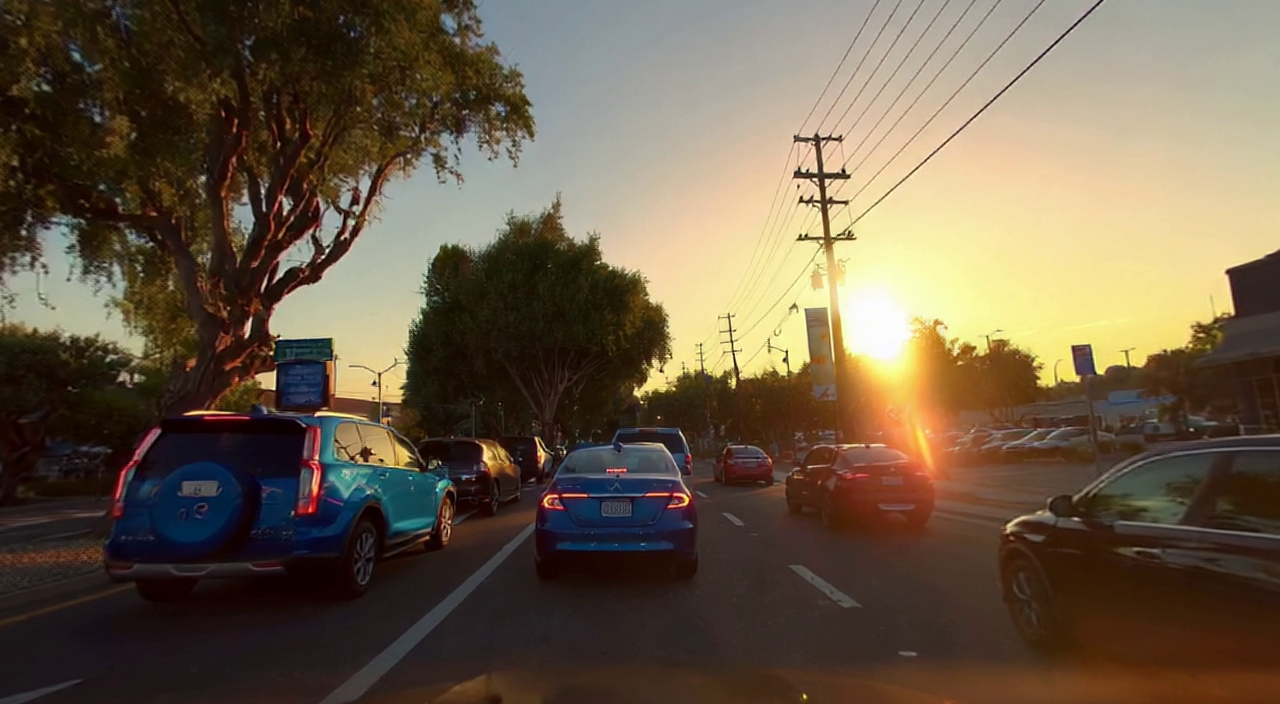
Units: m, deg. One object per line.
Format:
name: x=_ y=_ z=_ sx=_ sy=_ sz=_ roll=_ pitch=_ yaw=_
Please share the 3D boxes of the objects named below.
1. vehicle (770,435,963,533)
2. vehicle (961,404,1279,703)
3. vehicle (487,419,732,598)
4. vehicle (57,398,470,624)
vehicle: x=3.919 y=2.347 z=11.867 sx=1.909 sy=1.473 sz=4.361 roll=0 pitch=-9 yaw=-1
vehicle: x=3.632 y=1.002 z=2.882 sx=1.929 sy=1.479 sz=4.723 roll=0 pitch=-9 yaw=1
vehicle: x=-0.316 y=1.632 z=7.397 sx=2.097 sy=1.511 sz=3.809 roll=0 pitch=-9 yaw=-2
vehicle: x=-3.436 y=1.525 z=6.998 sx=1.979 sy=1.697 sz=4.254 roll=0 pitch=-9 yaw=-1
